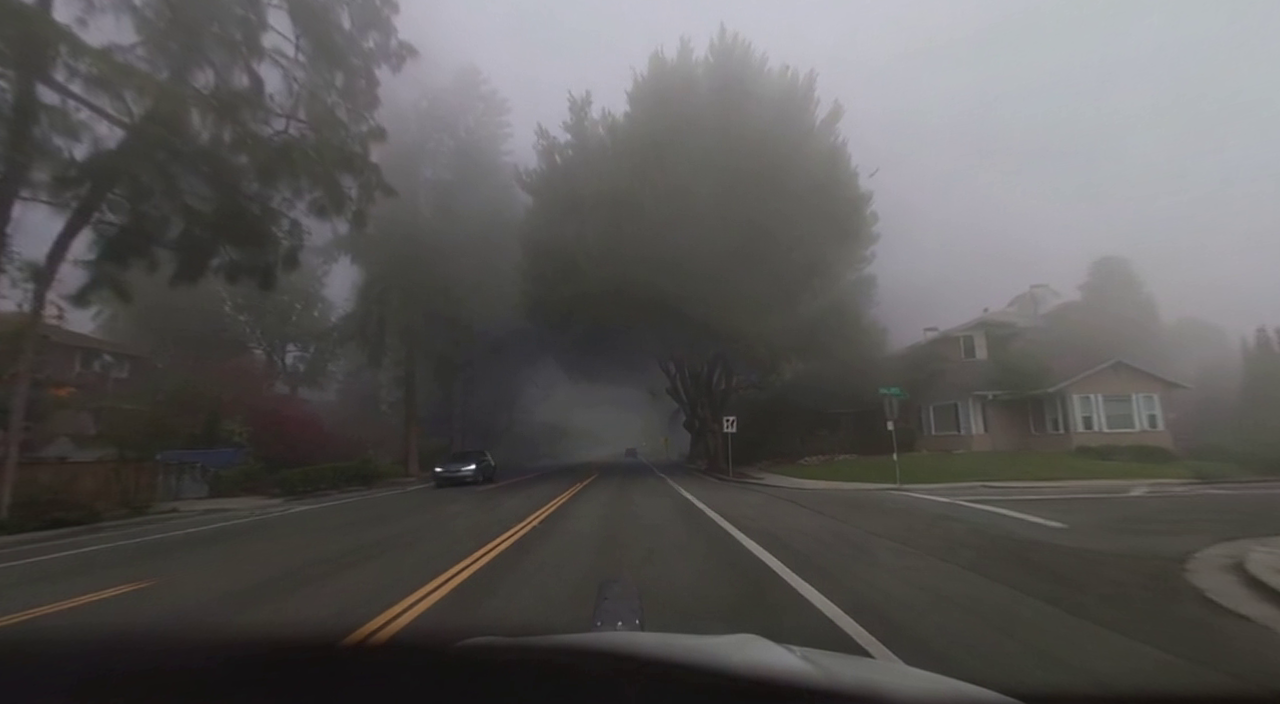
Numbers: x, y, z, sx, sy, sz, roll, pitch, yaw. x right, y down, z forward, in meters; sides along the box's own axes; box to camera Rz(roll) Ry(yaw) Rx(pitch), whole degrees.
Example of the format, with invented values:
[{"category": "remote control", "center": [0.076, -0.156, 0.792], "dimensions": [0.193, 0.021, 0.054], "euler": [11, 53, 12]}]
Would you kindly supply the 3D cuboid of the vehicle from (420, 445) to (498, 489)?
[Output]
[{"category": "vehicle", "center": [-7.390, 4.734, 26.285], "dimensions": [1.994, 1.646, 4.276], "euler": [0, -9, 0]}]
